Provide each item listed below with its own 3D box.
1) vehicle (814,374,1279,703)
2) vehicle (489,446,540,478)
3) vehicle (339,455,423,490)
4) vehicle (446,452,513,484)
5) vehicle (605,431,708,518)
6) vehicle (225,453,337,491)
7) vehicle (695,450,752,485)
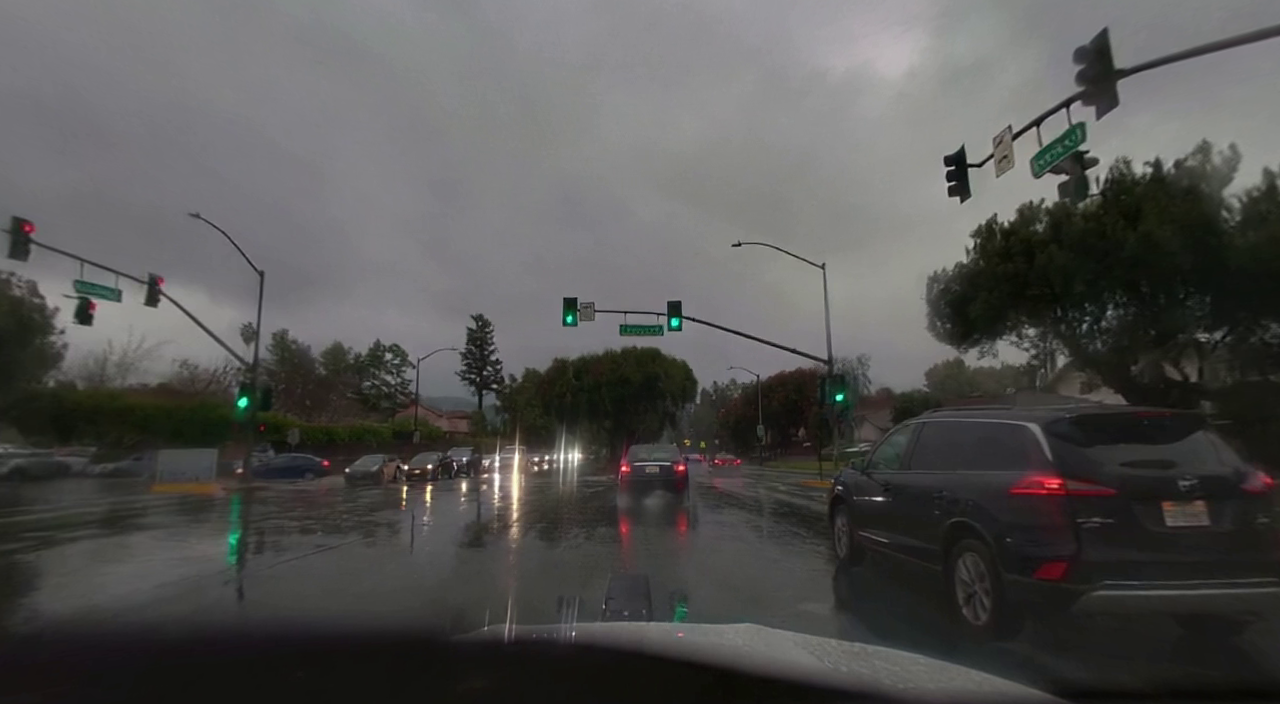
[{"bbox_3d":[3.294,1.339,5.624,2.166,1.799,4.372,0,-8,-1],"label":"vehicle"},{"bbox_3d":[-8.025,7.050,40.793,2.182,1.939,4.889,0,-8,1],"label":"vehicle"},{"bbox_3d":[-11.954,5.551,29.395,1.959,1.450,4.487,0,-8,1],"label":"vehicle"},{"bbox_3d":[-7.964,5.803,31.806,2.083,1.420,4.702,0,-9,1],"label":"vehicle"},{"bbox_3d":[0.318,2.922,15.604,2.185,1.822,4.391,0,-8,-1],"label":"vehicle"},{"bbox_3d":[-18.547,6.159,32.819,1.986,1.742,4.580,-5,-10,31],"label":"vehicle"},{"bbox_3d":[3.870,5.442,29.976,2.096,1.489,4.757,0,-9,1],"label":"vehicle"}]
